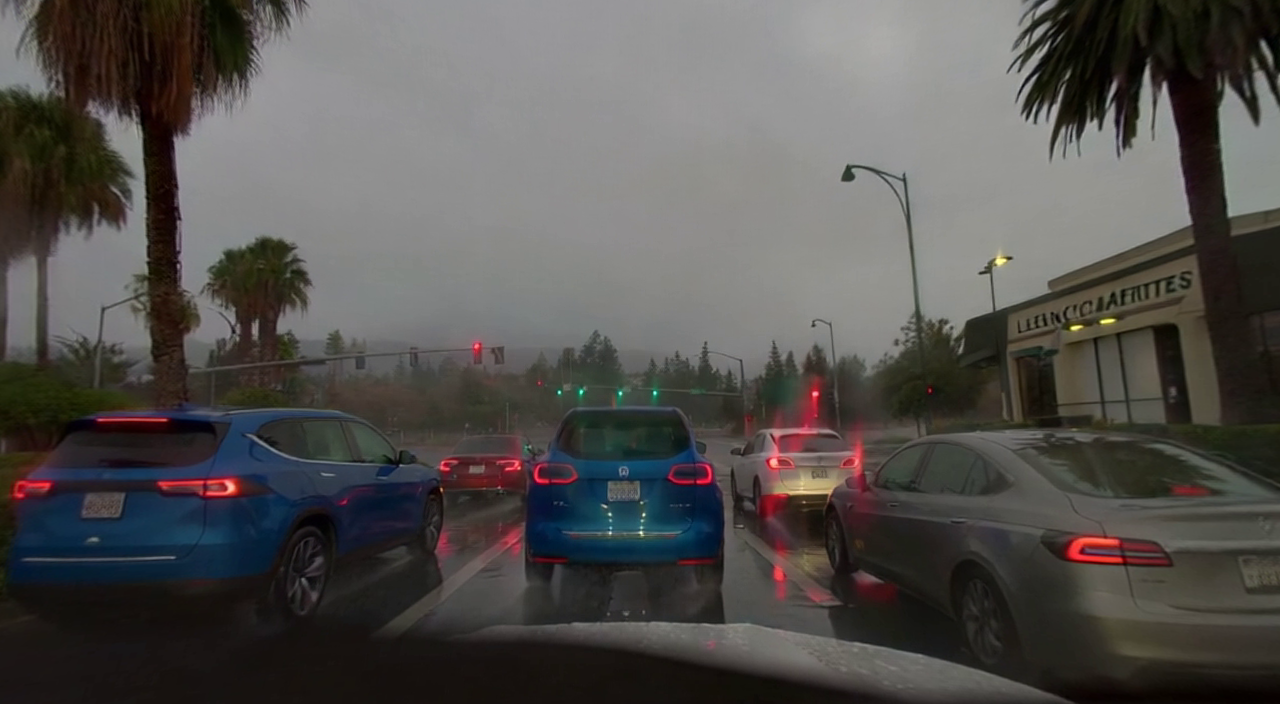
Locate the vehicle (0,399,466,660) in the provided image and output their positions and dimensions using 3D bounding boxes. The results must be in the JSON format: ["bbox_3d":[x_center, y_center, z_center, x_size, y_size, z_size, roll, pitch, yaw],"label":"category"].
[{"bbox_3d":[-3.354,1.385,6.050,2.014,1.534,4.455,0,-8,1],"label":"vehicle"}]

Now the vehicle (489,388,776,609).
[{"bbox_3d":[-0.123,1.487,7.293,2.280,1.747,4.361,0,-8,-2],"label":"vehicle"}]

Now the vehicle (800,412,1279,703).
[{"bbox_3d":[2.969,1.371,5.250,2.017,1.491,4.611,0,-8,-1],"label":"vehicle"}]
